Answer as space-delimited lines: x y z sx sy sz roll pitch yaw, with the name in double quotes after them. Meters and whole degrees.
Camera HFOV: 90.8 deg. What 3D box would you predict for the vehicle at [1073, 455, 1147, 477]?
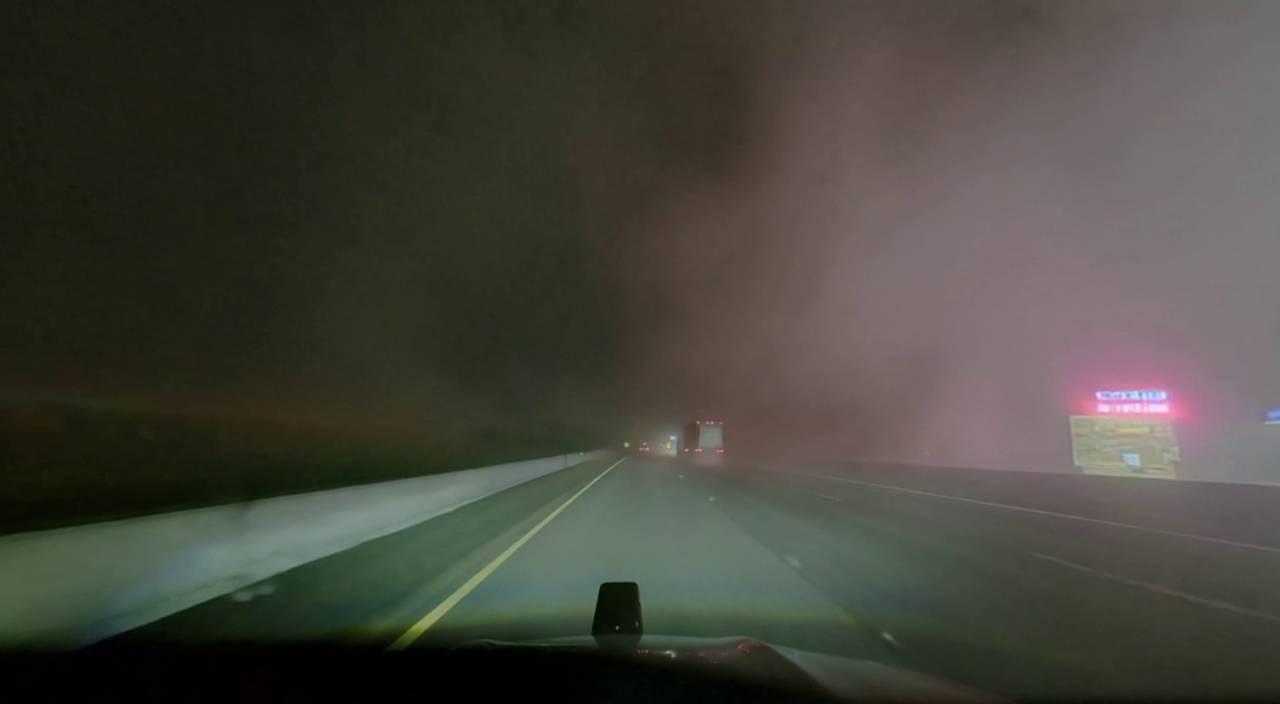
35.628 8.637 48.036 1.887 1.471 4.865 0 -8 0 "vehicle"
